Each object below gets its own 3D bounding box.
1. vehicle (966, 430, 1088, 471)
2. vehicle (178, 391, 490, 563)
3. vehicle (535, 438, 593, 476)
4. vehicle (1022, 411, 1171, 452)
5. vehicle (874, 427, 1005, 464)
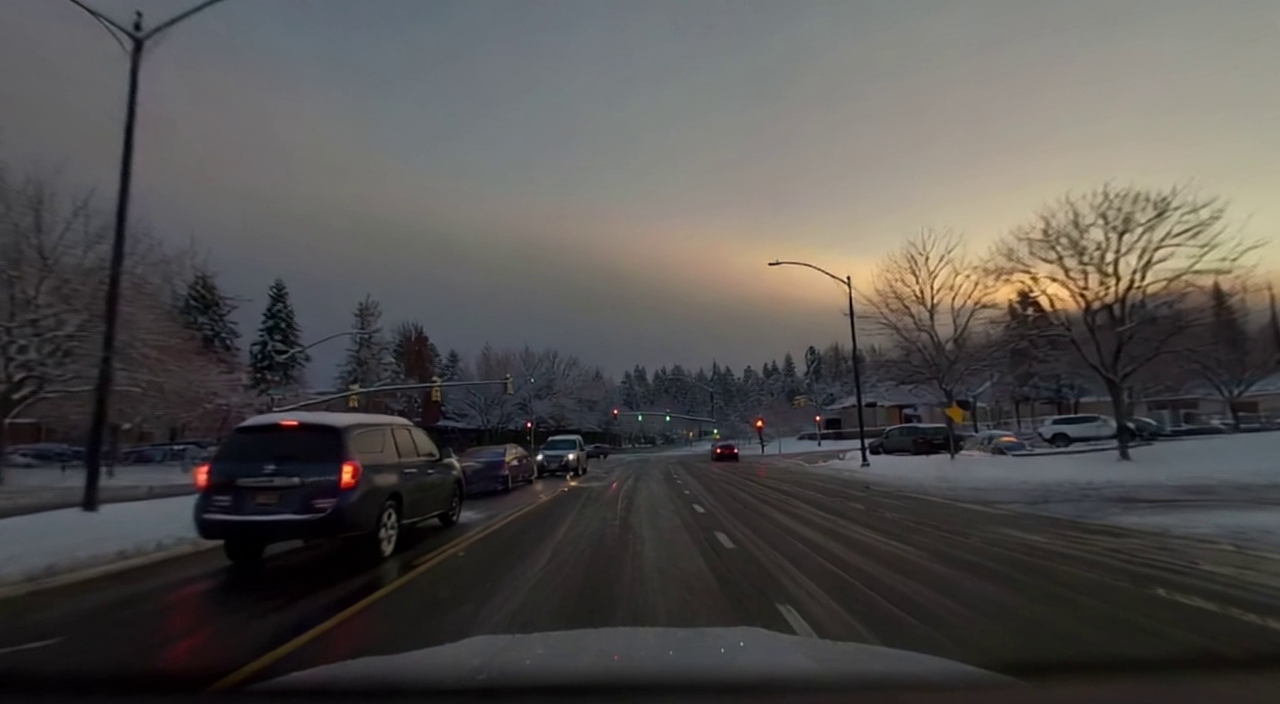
[{"bbox_3d":[14.681,3.784,24.338,1.865,1.425,4.439,0,-9,0],"label":"vehicle"},{"bbox_3d":[-3.980,1.754,9.532,2.220,1.888,4.904,0,-9,0],"label":"vehicle"},{"bbox_3d":[-3.555,5.044,30.508,2.180,1.699,4.485,0,-9,1],"label":"vehicle"},{"bbox_3d":[23.050,4.080,32.106,5.656,1.985,2.187,-1,-9,3],"label":"vehicle"},{"bbox_3d":[15.482,4.868,32.923,5.618,1.857,2.296,0,-9,-2],"label":"vehicle"}]
